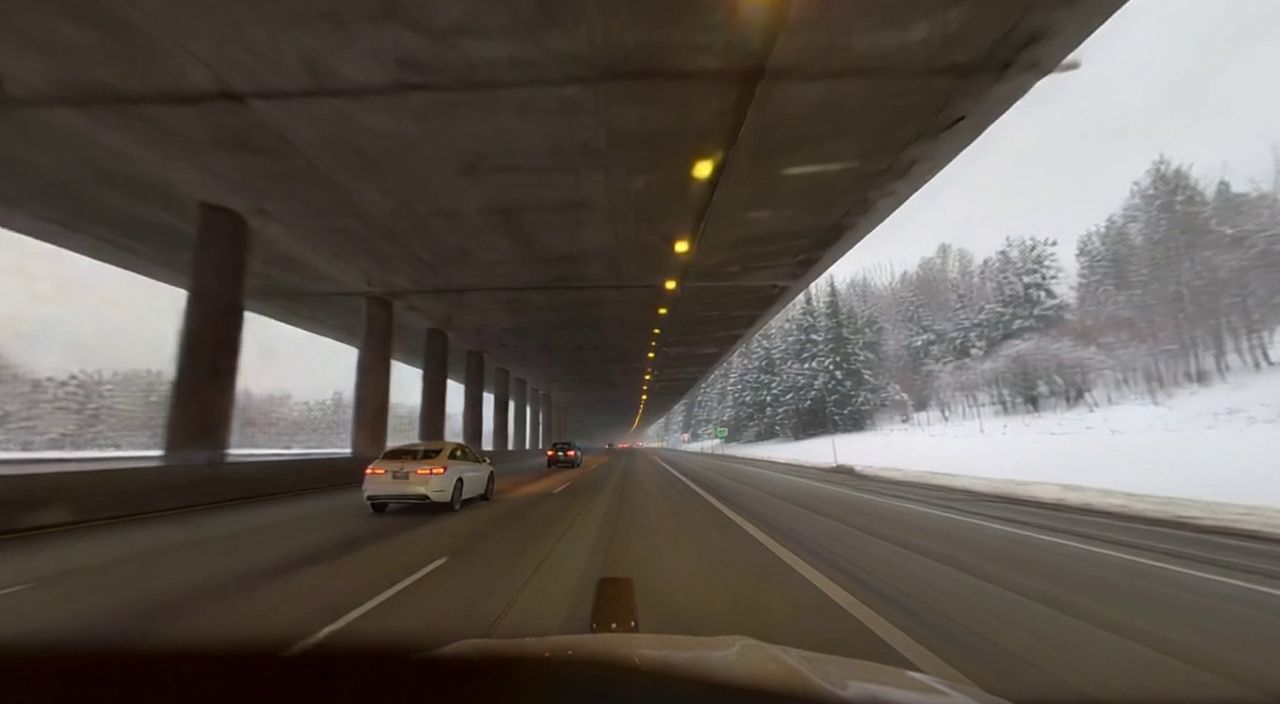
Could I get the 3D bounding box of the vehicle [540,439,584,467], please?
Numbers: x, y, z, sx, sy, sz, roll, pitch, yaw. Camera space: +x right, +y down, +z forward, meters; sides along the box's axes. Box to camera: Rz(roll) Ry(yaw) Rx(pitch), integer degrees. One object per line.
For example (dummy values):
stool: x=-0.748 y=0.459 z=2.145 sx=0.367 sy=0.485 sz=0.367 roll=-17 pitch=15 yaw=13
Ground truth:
vehicle: x=-4.370 y=5.731 z=35.791 sx=1.973 sy=1.474 sz=4.199 roll=0 pitch=-8 yaw=0

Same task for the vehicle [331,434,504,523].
vehicle: x=-4.109 y=2.382 z=12.474 sx=1.885 sy=1.424 sz=4.230 roll=0 pitch=-8 yaw=0
